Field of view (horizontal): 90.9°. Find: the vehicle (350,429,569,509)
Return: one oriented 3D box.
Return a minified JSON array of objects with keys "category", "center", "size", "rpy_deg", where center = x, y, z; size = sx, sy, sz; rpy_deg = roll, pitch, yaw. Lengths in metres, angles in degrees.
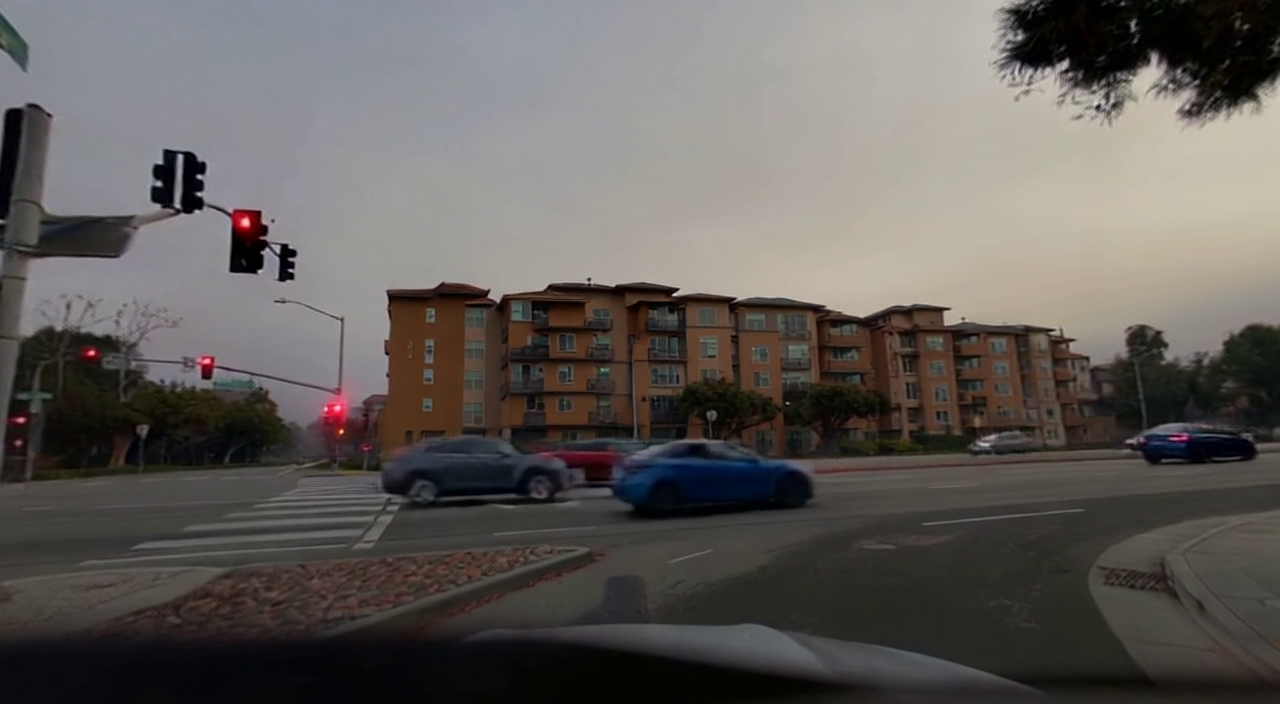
[{"category":"vehicle","center":[-4.239,2.718,15.089],"size":[4.683,1.678,1.981],"rpy_deg":[3,-9,-20]}]

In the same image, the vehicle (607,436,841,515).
[{"category":"vehicle","center":[1.744,2.533,13.416],"size":[4.521,1.433,1.943],"rpy_deg":[3,-9,-20]}]

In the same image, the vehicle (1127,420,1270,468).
[{"category":"vehicle","center":[21.368,3.526,24.144],"size":[4.711,1.688,1.915],"rpy_deg":[3,-9,-20]}]

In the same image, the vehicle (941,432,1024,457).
[{"category":"vehicle","center":[21.686,5.836,39.931],"size":[4.751,1.487,1.888],"rpy_deg":[3,-9,-20]}]
